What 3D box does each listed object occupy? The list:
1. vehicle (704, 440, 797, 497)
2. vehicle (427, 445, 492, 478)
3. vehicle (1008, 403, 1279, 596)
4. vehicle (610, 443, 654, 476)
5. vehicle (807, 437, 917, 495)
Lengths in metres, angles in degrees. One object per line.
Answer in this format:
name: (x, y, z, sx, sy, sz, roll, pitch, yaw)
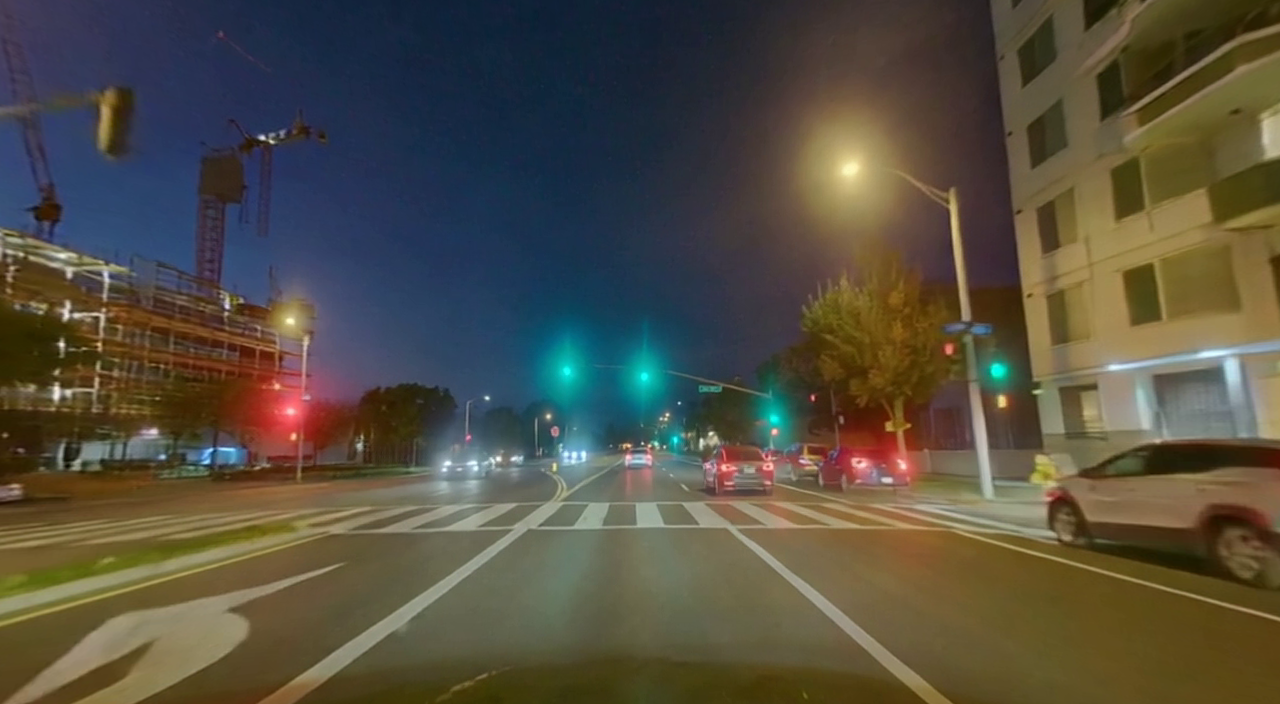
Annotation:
vehicle: (3.095, 3.351, 18.566, 1.910, 1.474, 4.003, 0, -9, -1)
vehicle: (-8.750, 5.329, 31.001, 1.902, 1.503, 4.240, 0, -9, 0)
vehicle: (7.245, 1.670, 7.759, 2.125, 1.838, 5.555, 0, -9, 0)
vehicle: (-0.356, 5.147, 30.553, 2.006, 1.487, 3.535, 0, -9, 0)
vehicle: (7.340, 3.803, 21.466, 2.031, 1.708, 4.567, 0, -9, -1)
